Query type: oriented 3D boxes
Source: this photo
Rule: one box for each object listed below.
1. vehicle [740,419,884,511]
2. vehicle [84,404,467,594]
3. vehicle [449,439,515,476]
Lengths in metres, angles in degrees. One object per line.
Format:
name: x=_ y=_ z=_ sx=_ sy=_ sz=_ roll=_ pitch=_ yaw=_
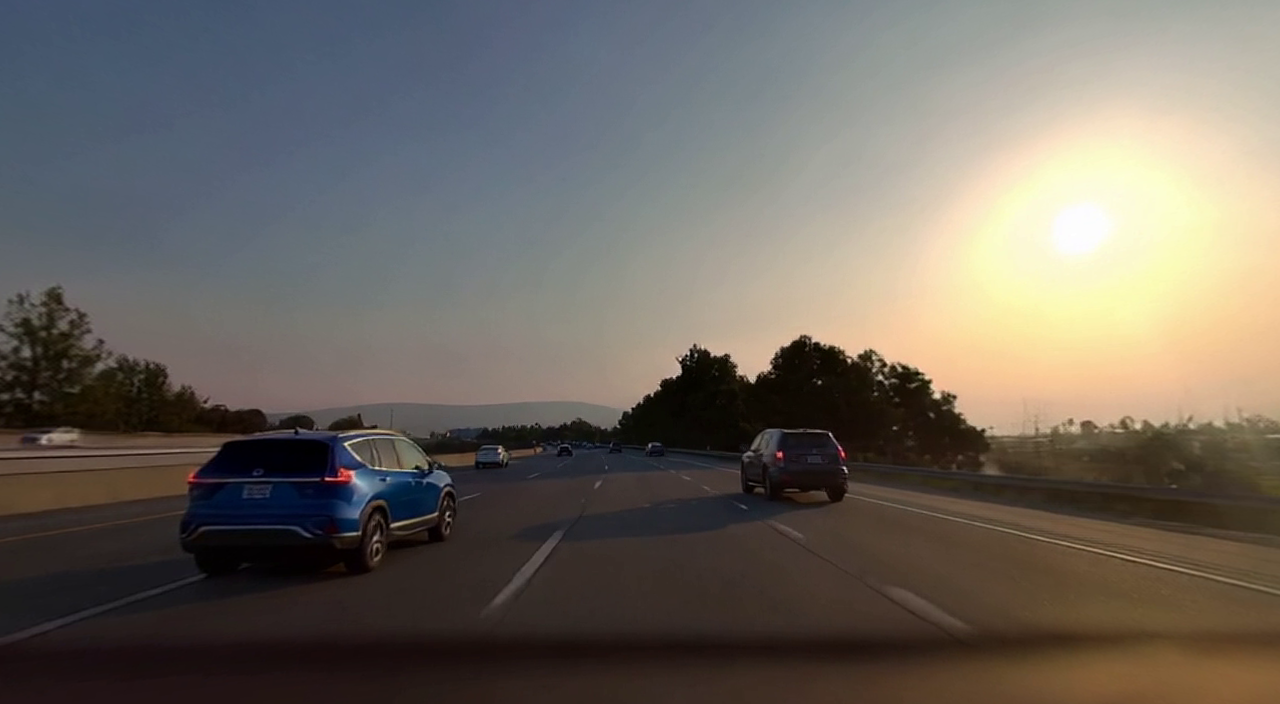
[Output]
vehicle: x=3.915 y=2.686 z=15.358 sx=2.153 sy=1.860 sz=4.689 roll=0 pitch=-9 yaw=0
vehicle: x=-4.014 y=1.703 z=8.147 sx=2.214 sy=1.743 sz=4.465 roll=0 pitch=-9 yaw=1
vehicle: x=-7.863 y=5.306 z=31.763 sx=2.095 sy=1.696 sz=4.680 roll=0 pitch=-9 yaw=0
